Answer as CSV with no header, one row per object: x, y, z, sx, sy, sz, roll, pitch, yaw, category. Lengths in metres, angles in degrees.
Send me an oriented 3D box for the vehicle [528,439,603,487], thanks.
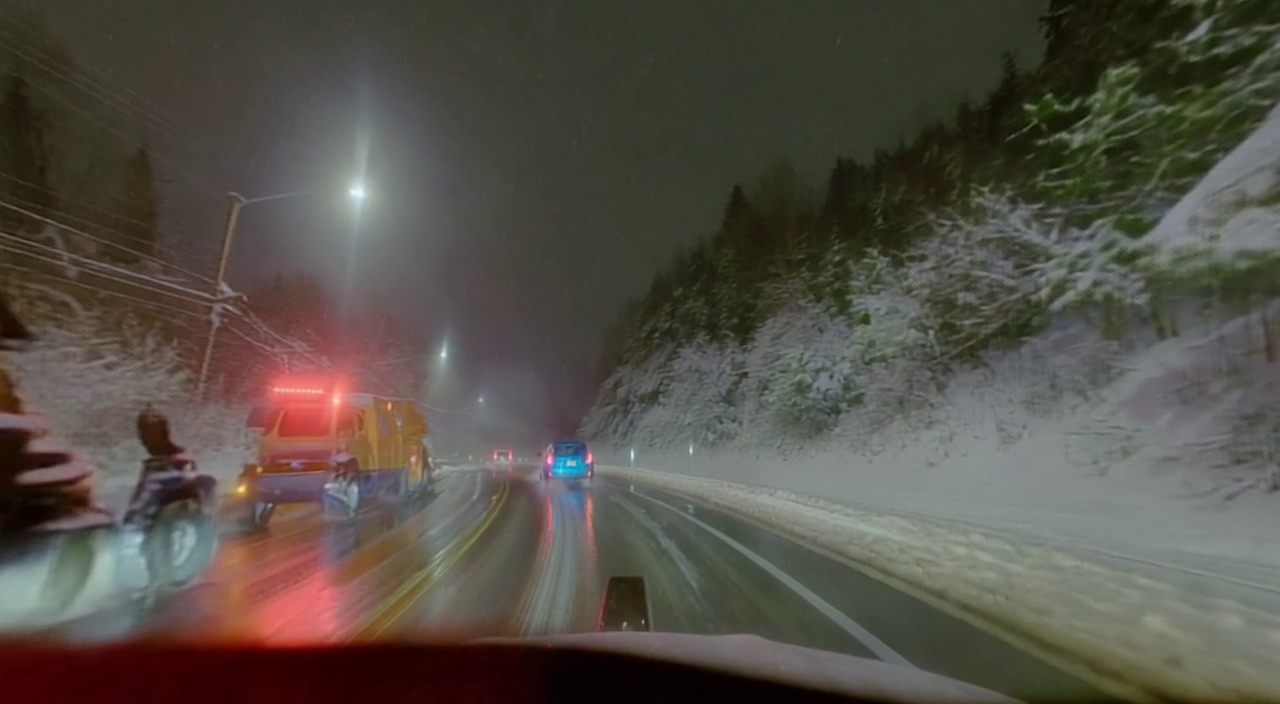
-2.703,3.825,22.136,2.259,1.503,4.075,2,-8,-11,vehicle

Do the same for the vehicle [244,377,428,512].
-6.592,2.087,14.330,2.257,2.597,4.069,0,-8,-4,vehicle
